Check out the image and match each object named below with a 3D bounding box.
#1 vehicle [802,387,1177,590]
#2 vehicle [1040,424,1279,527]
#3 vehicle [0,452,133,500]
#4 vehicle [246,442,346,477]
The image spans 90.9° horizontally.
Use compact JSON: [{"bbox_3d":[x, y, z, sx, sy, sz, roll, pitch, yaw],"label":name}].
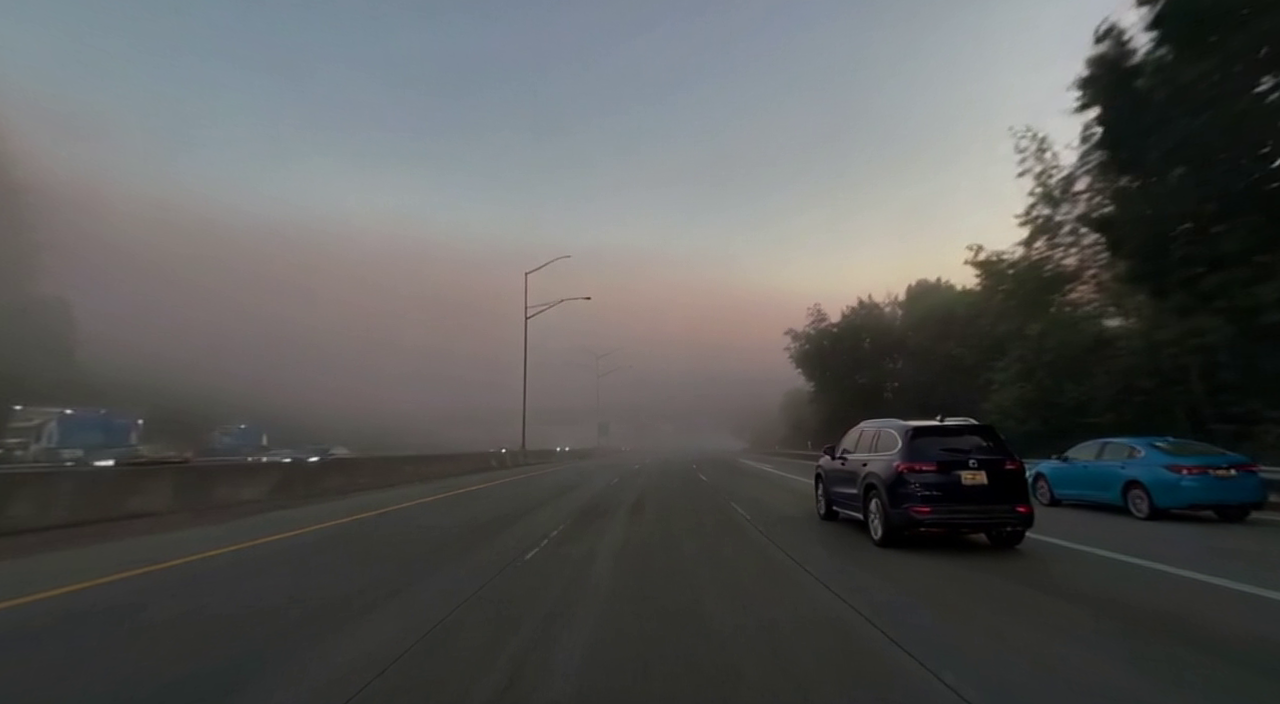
[{"bbox_3d":[3.592,1.499,7.757,2.019,1.732,4.579,0,-8,1],"label":"vehicle"},{"bbox_3d":[10.325,2.309,12.375,2.024,1.628,4.417,0,-8,0],"label":"vehicle"},{"bbox_3d":[-20.939,4.335,22.453,1.800,1.469,4.518,0,-8,2],"label":"vehicle"},{"bbox_3d":[-16.696,5.207,30.954,2.000,1.557,4.784,-1,-8,3],"label":"vehicle"}]
